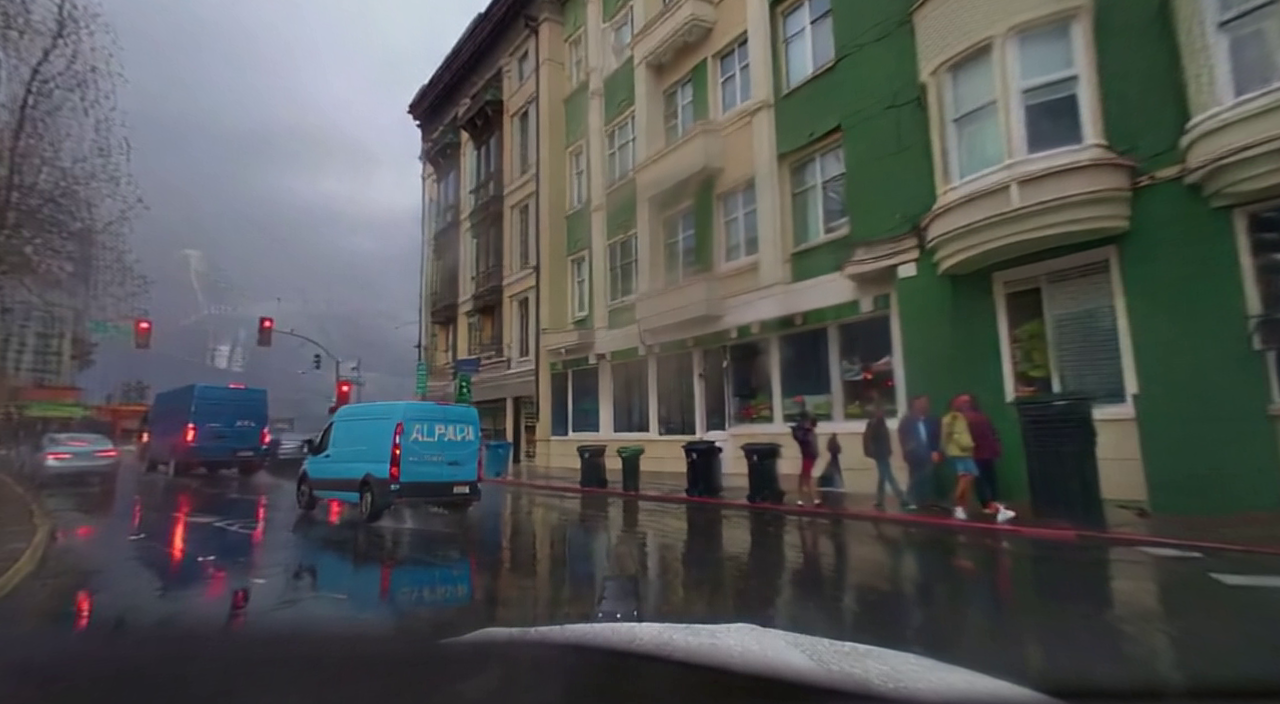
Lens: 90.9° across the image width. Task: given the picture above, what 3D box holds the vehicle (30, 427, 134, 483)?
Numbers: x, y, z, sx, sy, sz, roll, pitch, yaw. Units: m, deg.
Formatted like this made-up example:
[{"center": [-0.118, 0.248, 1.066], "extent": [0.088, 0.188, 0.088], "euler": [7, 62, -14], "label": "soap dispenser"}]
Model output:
[{"center": [-16.452, 2.989, 18.518], "extent": [3.426, 1.461, 1.841], "euler": [-7, -11, 43], "label": "vehicle"}]

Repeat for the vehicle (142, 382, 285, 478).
[{"center": [-14.300, 2.630, 20.925], "extent": [6.504, 2.703, 2.333], "euler": [-7, -11, 43], "label": "vehicle"}]

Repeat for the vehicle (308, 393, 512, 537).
[{"center": [-4.075, 1.821, 10.737], "extent": [1.951, 1.907, 4.266], "euler": [6, -10, -38], "label": "vehicle"}]
